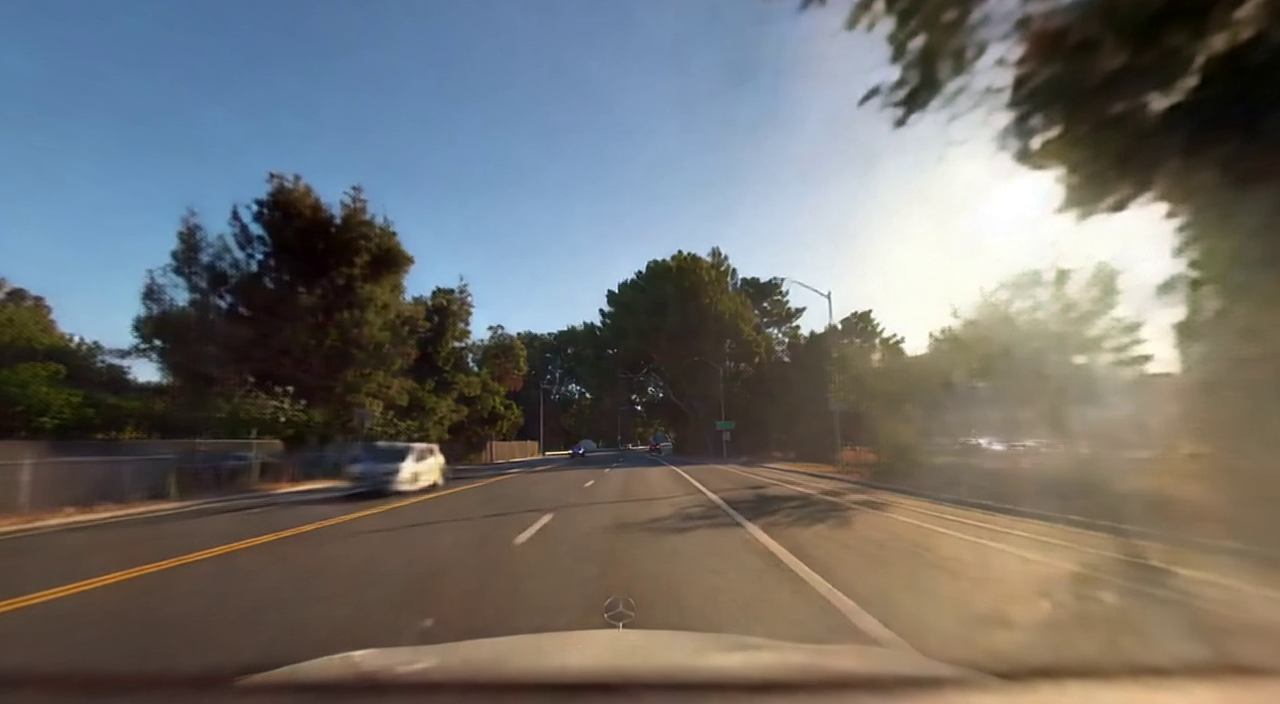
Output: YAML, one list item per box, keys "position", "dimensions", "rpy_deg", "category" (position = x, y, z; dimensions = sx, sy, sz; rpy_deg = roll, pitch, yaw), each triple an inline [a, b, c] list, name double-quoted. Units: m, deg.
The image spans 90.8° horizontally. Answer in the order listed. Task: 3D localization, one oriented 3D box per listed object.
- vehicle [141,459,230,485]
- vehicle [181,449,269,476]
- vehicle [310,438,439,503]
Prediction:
- position: [-27.070, 7.124, 37.685]
  dimensions: [3.977, 1.453, 1.768]
  rpy_deg: [0, -9, 3]
  category: "vehicle"
- position: [-26.468, 7.056, 40.370]
  dimensions: [4.140, 1.635, 2.059]
  rpy_deg: [0, -8, -1]
  category: "vehicle"
- position: [-7.748, 3.475, 18.969]
  dimensions: [1.979, 1.684, 4.289]
  rpy_deg: [0, -8, 0]
  category: "vehicle"
